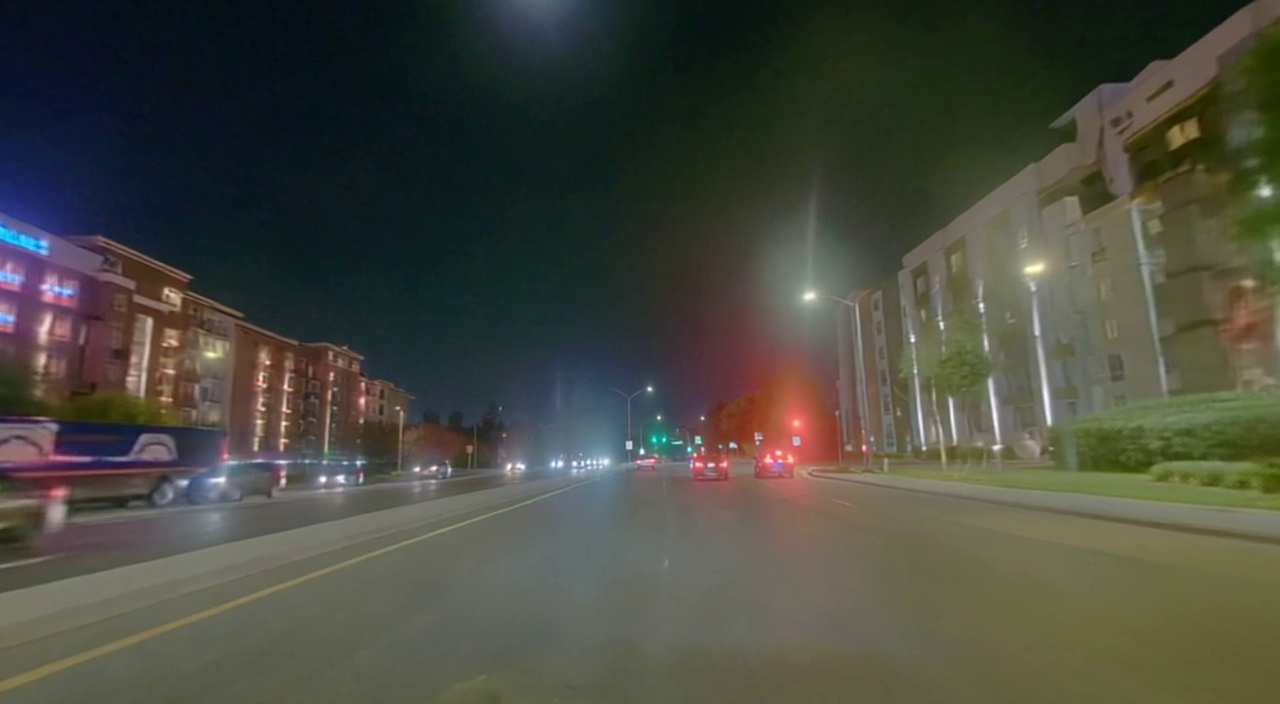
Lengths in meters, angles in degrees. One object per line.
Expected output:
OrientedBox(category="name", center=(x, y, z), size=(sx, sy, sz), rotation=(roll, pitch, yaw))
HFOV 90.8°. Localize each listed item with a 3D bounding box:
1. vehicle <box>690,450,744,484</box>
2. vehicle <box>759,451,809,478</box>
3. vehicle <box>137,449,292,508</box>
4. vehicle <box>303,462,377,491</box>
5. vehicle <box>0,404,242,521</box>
OrientedBox(category="vehicle", center=(3.664, 5.541, 30.774), size=(2.020, 1.479, 4.650), rotation=(0, -9, 0))
OrientedBox(category="vehicle", center=(8.227, 6.455, 36.489), size=(1.932, 1.439, 4.159), rotation=(0, -9, 0))
OrientedBox(category="vehicle", center=(-14.611, 4.327, 22.119), size=(2.024, 1.798, 4.588), rotation=(-1, -9, 3))
OrientedBox(category="vehicle", center=(-17.403, 7.229, 36.906), size=(1.804, 1.421, 4.659), rotation=(-1, -9, 3))
OrientedBox(category="vehicle", center=(-18.244, 3.730, 21.978), size=(2.785, 3.210, 8.792), rotation=(-1, -9, 2))
